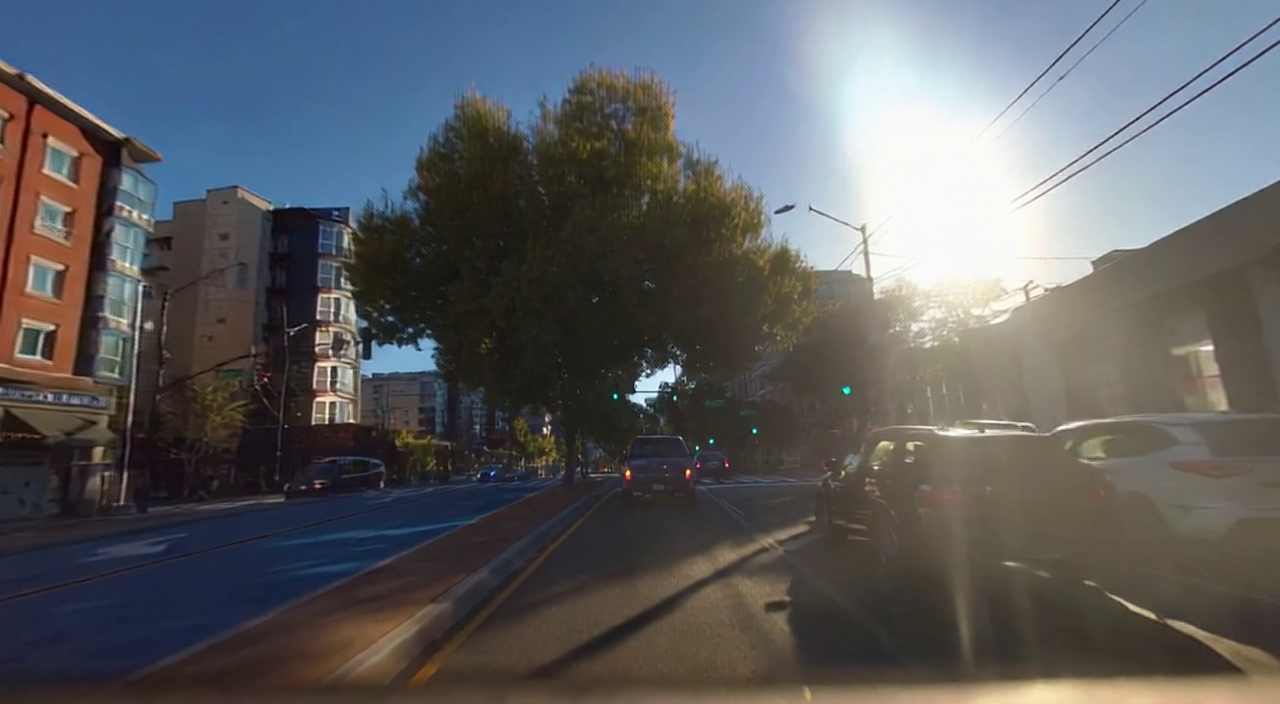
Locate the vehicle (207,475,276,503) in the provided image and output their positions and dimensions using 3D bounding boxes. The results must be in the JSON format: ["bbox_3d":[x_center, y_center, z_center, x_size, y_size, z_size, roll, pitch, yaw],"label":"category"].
[{"bbox_3d":[-27.207,9.352,43.140,3.416,1.466,1.840,3,-6,0],"label":"vehicle"}]

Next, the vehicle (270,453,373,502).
[{"bbox_3d":[-13.598,5.343,27.297,1.914,1.889,4.585,-1,-9,2],"label":"vehicle"}]

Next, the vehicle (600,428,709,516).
[{"bbox_3d":[0.319,2.758,14.883,2.209,1.748,4.130,0,-9,1],"label":"vehicle"}]

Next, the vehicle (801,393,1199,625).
[{"bbox_3d":[3.262,1.520,6.916,1.939,1.746,4.091,0,-9,1],"label":"vehicle"}]

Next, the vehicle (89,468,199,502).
[{"bbox_3d":[-28.917,7.755,36.876,4.558,1.818,2.120,0,-9,1],"label":"vehicle"}]
